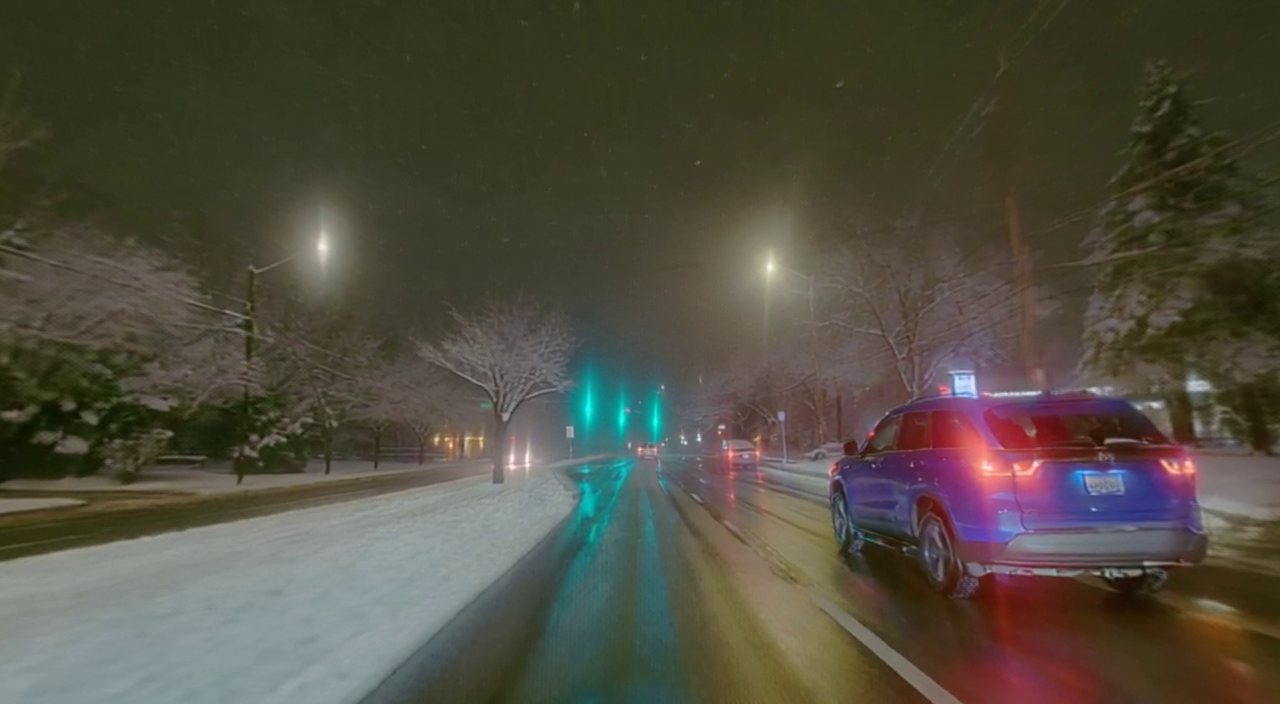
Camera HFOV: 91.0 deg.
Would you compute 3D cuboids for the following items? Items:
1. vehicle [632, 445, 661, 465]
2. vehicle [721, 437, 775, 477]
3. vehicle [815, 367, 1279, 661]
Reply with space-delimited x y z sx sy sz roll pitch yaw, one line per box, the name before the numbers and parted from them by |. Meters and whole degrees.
vehicle | 0.527 7.882 48.286 2.131 1.474 4.146 0 -8 1
vehicle | 5.338 5.259 31.840 2.085 1.828 5.383 0 -8 3
vehicle | 3.393 1.344 6.255 2.033 1.865 4.360 0 -8 0
